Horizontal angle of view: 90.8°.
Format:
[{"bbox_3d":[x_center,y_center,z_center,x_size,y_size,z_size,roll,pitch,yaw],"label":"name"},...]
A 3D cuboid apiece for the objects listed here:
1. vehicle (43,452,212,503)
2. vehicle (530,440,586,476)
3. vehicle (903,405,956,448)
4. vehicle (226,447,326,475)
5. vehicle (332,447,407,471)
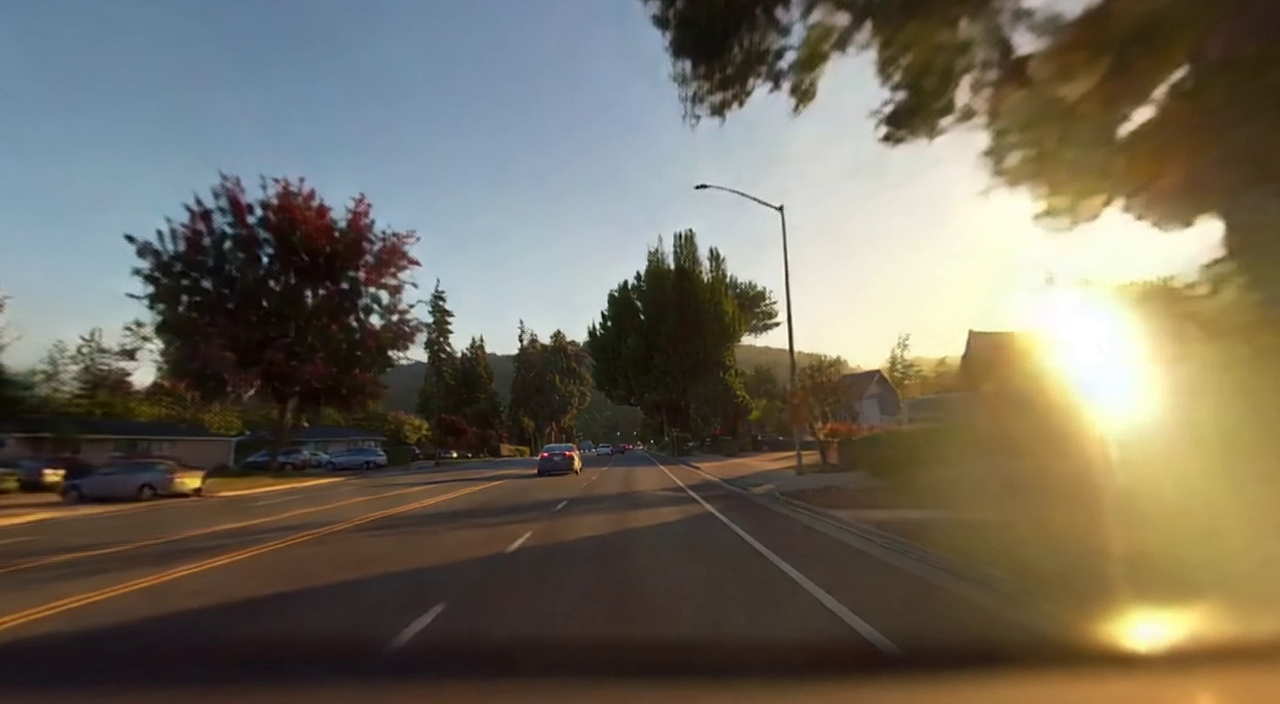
[{"bbox_3d":[-19.709,4.823,24.484,4.802,1.511,1.866,-2,-7,-5],"label":"vehicle"},{"bbox_3d":[-3.611,4.741,28.508,2.030,1.467,4.251,0,-8,-1],"label":"vehicle"},{"bbox_3d":[17.597,4.583,38.161,2.153,2.355,5.958,-5,-9,30],"label":"vehicle"},{"bbox_3d":[-26.395,7.911,45.978,6.046,1.942,2.085,-1,-8,3],"label":"vehicle"},{"bbox_3d":[-21.079,8.330,49.356,4.866,1.749,2.158,0,-8,2],"label":"vehicle"}]
